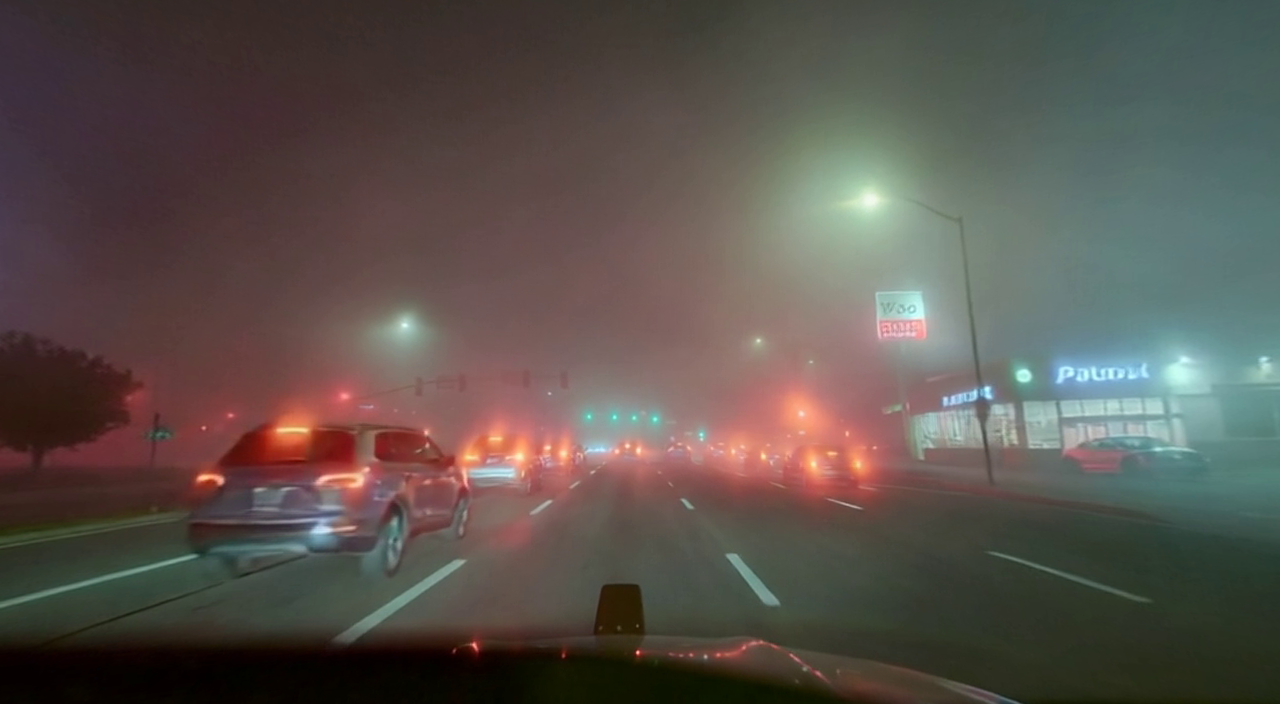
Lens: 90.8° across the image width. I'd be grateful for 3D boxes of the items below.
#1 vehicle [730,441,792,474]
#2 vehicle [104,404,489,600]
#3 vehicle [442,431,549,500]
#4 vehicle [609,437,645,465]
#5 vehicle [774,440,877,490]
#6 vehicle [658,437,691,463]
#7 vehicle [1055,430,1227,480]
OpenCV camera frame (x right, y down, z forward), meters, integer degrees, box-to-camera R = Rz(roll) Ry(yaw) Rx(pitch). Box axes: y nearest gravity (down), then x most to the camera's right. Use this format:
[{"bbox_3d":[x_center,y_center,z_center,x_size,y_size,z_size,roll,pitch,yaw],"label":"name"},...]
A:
[{"bbox_3d":[5.790,5.118,30.927,1.969,1.502,4.663,0,-8,-2],"label":"vehicle"},{"bbox_3d":[-3.449,1.597,7.601,2.143,1.643,4.336,0,-8,1],"label":"vehicle"},{"bbox_3d":[-3.760,3.023,17.193,1.934,1.624,3.964,0,-8,0],"label":"vehicle"},{"bbox_3d":[-0.888,6.630,42.465,2.261,1.741,4.255,0,-8,-1],"label":"vehicle"},{"bbox_3d":[5.935,3.661,20.863,2.017,1.453,4.497,0,-8,0],"label":"vehicle"},{"bbox_3d":[2.451,7.049,45.448,2.018,1.779,4.338,0,-8,-1],"label":"vehicle"},{"bbox_3d":[16.380,3.395,21.060,1.819,1.457,4.680,0,-8,-1],"label":"vehicle"}]
